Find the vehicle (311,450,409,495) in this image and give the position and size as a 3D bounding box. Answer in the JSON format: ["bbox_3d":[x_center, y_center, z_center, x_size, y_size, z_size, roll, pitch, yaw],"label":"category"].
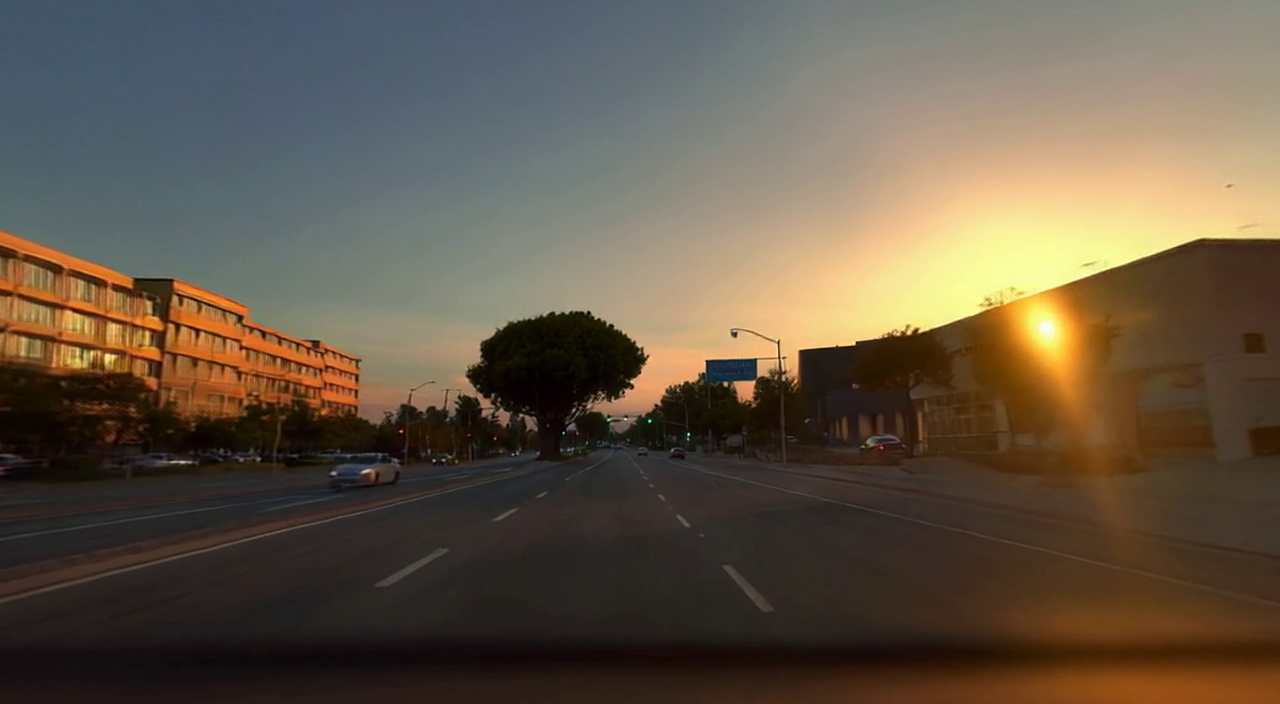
[{"bbox_3d":[-10.730,4.633,24.612,1.893,1.525,4.237,0,-8,-1],"label":"vehicle"}]
